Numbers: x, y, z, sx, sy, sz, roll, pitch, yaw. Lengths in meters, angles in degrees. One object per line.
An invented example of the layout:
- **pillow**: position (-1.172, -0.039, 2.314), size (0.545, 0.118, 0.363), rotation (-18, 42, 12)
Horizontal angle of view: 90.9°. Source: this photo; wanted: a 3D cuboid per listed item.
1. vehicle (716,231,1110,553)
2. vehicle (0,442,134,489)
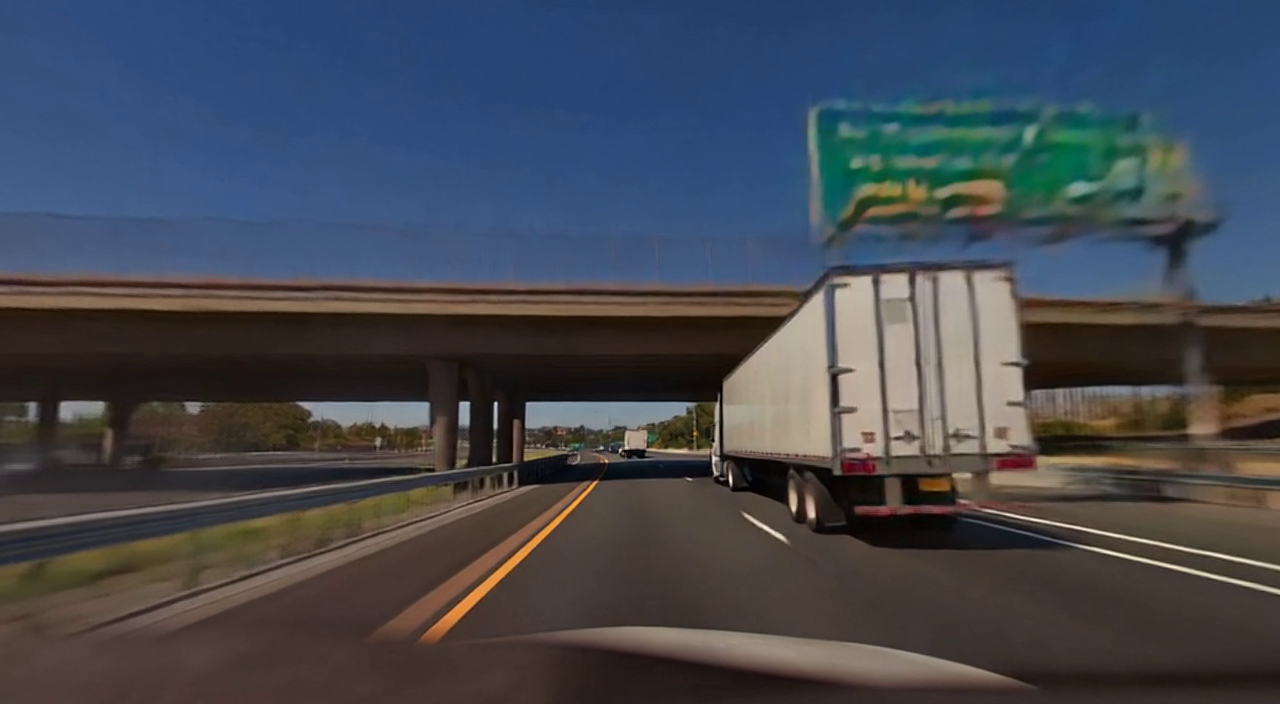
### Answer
- **vehicle**: position (4.565, 1.756, 17.276), size (2.932, 4.205, 18.253), rotation (0, -8, 1)
- **vehicle**: position (-27.549, 5.270, 29.787), size (2.366, 1.965, 6.088), rotation (0, -8, -2)
